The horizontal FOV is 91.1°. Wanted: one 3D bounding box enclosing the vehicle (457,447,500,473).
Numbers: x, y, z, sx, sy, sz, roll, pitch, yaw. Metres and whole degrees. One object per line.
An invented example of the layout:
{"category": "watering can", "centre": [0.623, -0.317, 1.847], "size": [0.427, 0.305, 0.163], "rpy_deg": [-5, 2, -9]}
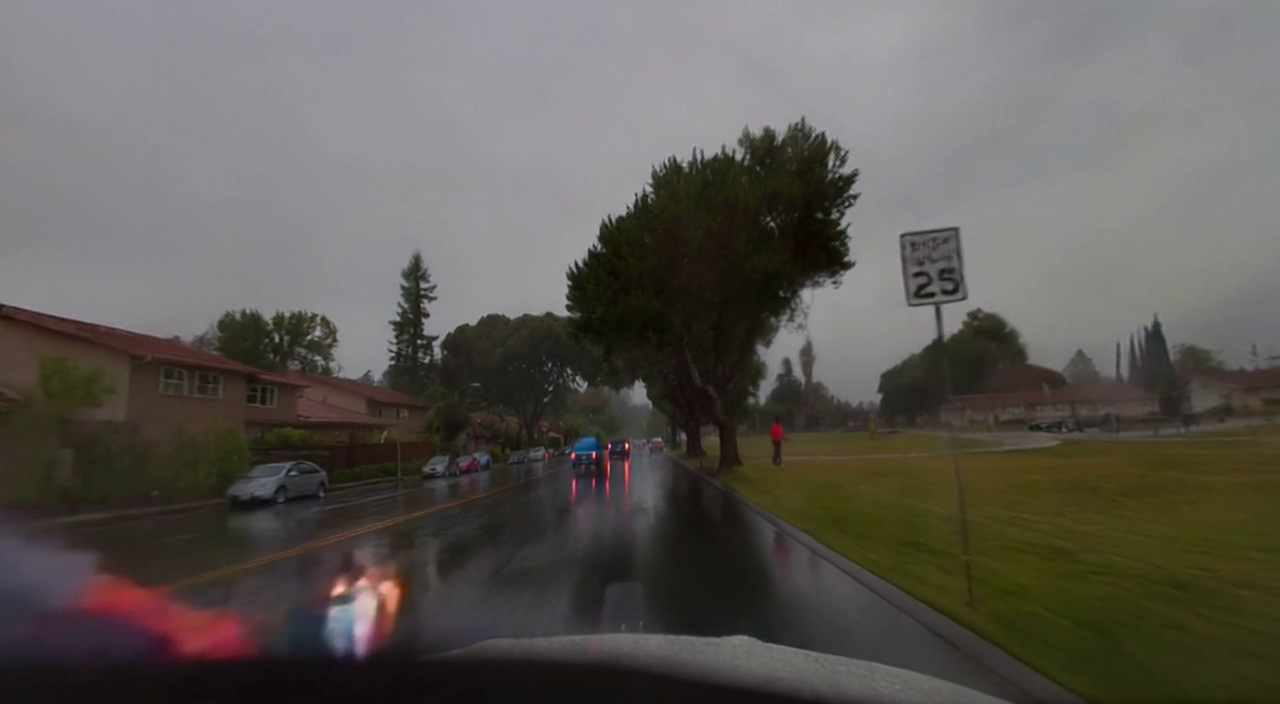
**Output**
{"category": "vehicle", "centre": [-11.623, 7.779, 45.446], "size": [1.910, 1.462, 4.581], "rpy_deg": [-4, -7, -1]}

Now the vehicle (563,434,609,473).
{"category": "vehicle", "centre": [-2.698, 5.192, 32.343], "size": [1.908, 1.809, 4.230], "rpy_deg": [-1, -8, 2]}

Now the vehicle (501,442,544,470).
{"category": "vehicle", "centre": [-8.441, 7.515, 45.531], "size": [2.019, 1.907, 4.697], "rpy_deg": [-1, -8, 2]}

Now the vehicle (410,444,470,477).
{"category": "vehicle", "centre": [-11.675, 6.324, 36.961], "size": [1.904, 1.728, 4.997], "rpy_deg": [1, -8, -1]}

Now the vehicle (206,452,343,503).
{"category": "vehicle", "centre": [-12.187, 4.180, 21.375], "size": [1.887, 1.469, 4.691], "rpy_deg": [-1, -9, -1]}
